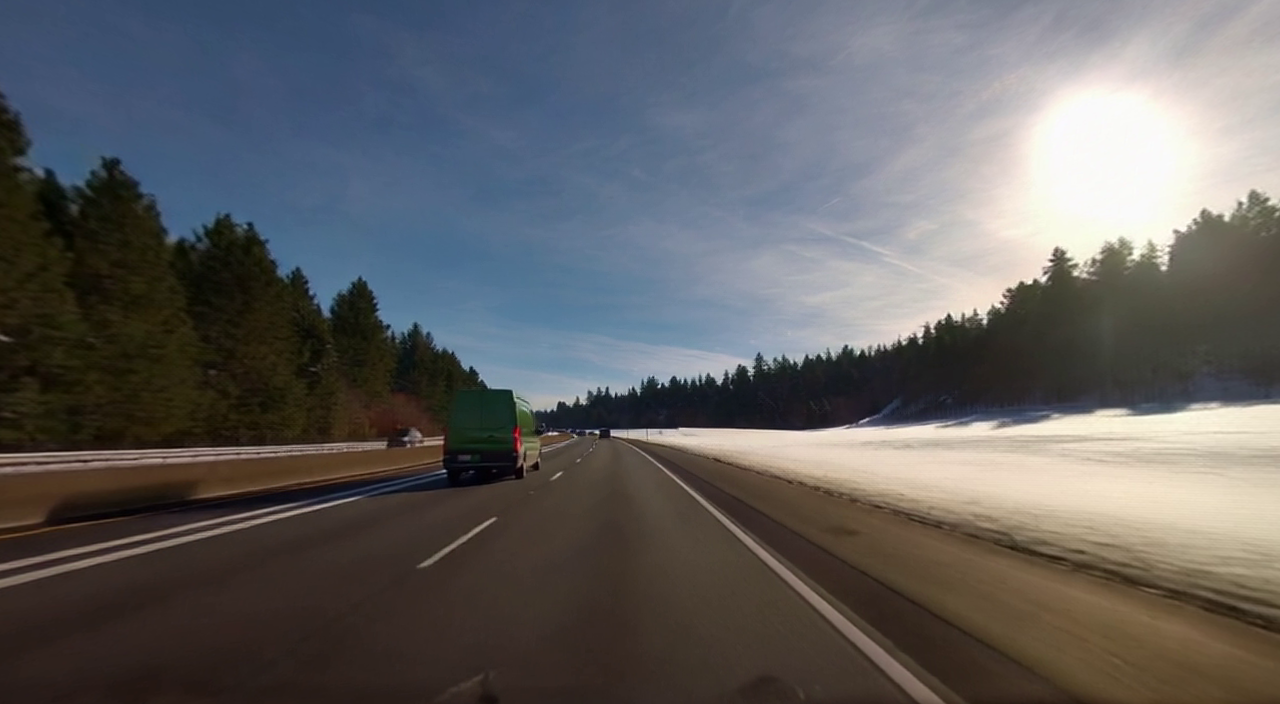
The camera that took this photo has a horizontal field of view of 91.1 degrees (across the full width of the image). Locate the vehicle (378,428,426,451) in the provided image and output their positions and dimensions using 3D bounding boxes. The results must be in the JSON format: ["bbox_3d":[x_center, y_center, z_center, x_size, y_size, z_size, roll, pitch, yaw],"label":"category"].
[{"bbox_3d":[-16.355,6.033,43.426,1.825,1.536,4.043,0,-7,-2],"label":"vehicle"}]

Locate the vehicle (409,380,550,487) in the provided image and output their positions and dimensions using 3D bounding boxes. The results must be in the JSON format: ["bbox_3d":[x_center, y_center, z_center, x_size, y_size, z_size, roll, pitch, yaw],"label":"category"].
[{"bbox_3d":[-4.153,2.275,17.571,2.561,2.509,5.465,0,-8,-1],"label":"vehicle"}]
